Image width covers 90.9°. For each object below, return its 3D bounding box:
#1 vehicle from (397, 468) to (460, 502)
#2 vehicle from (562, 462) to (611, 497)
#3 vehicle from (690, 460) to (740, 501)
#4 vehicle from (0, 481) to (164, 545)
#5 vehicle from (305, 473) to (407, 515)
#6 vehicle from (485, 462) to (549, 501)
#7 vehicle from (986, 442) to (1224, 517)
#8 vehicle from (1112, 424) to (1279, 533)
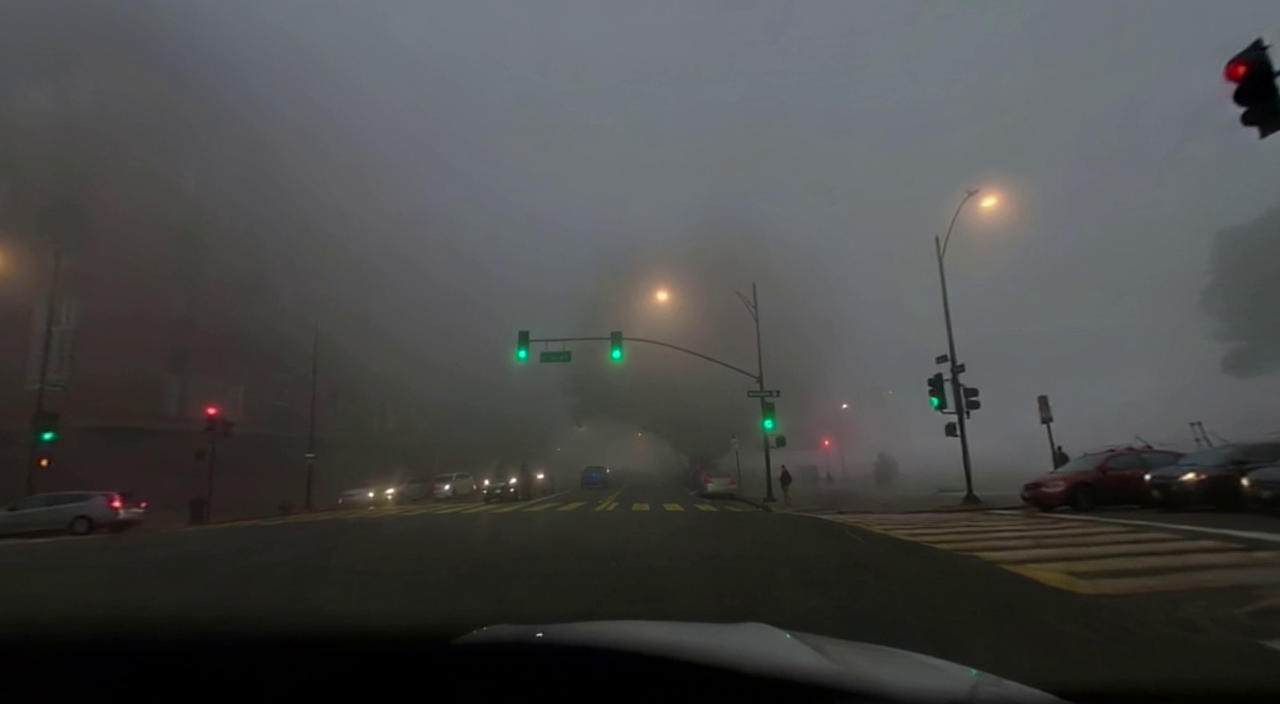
[{"bbox_3d":[-11.704,7.367,35.186,1.933,1.628,3.973,0,-9,3],"label":"vehicle"},{"bbox_3d":[-2.578,6.291,31.345,1.973,1.496,3.713,0,-9,2],"label":"vehicle"},{"bbox_3d":[3.637,6.276,31.088,1.924,1.765,3.954,0,-9,-1],"label":"vehicle"},{"bbox_3d":[-16.944,4.596,18.244,1.999,1.466,4.535,-6,-11,33],"label":"vehicle"},{"bbox_3d":[-12.126,6.073,27.330,1.934,1.434,4.636,-1,-9,5],"label":"vehicle"},{"bbox_3d":[-5.579,5.890,29.042,1.942,1.559,4.298,0,-9,2],"label":"vehicle"},{"bbox_3d":[11.360,3.122,15.680,4.288,1.689,1.909,0,-9,2],"label":"vehicle"},{"bbox_3d":[12.822,2.368,12.479,5.004,1.771,2.159,-4,-8,2],"label":"vehicle"}]
